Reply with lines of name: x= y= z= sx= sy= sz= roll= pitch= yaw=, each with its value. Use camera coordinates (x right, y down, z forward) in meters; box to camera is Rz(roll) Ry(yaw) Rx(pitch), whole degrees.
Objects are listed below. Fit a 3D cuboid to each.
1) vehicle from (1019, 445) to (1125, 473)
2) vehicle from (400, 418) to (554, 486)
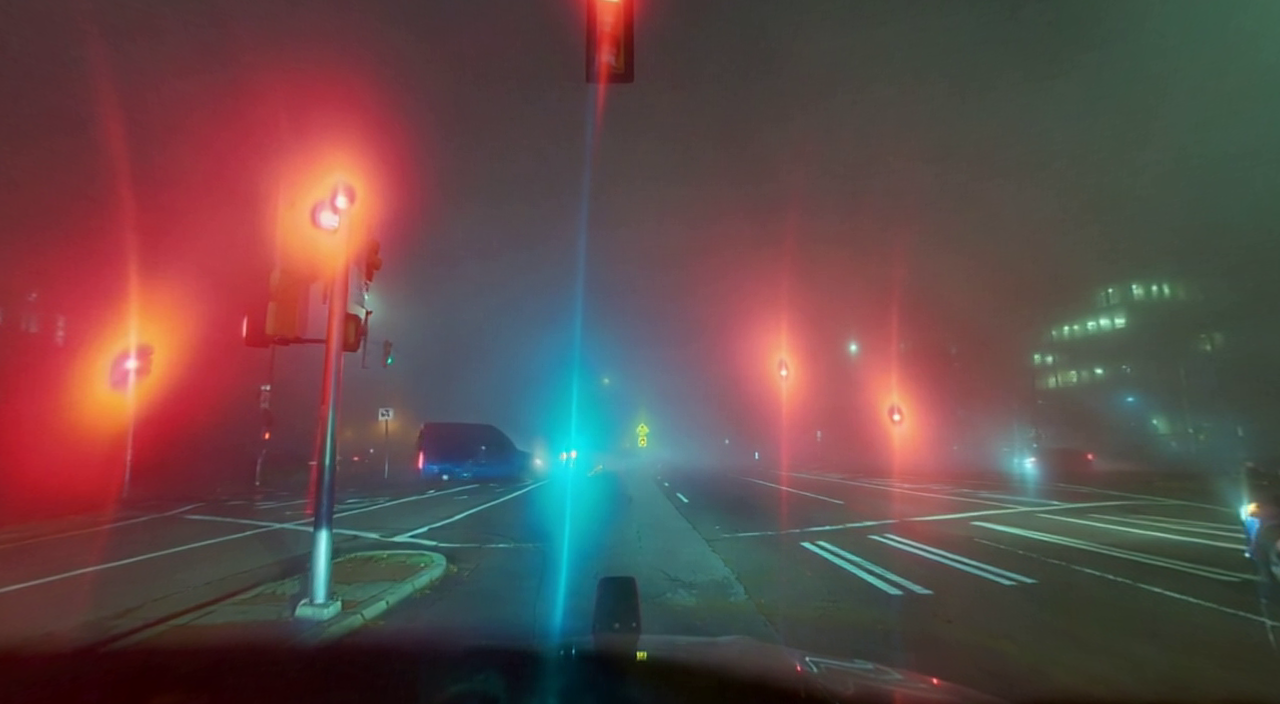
vehicle: x=25.286 y=6.270 z=36.801 sx=4.736 sy=1.542 sz=1.966 roll=0 pitch=-9 yaw=-2
vehicle: x=-8.247 y=5.077 z=32.105 sx=7.088 sy=3.096 sz=2.678 roll=5 pitch=-10 yaw=-31
